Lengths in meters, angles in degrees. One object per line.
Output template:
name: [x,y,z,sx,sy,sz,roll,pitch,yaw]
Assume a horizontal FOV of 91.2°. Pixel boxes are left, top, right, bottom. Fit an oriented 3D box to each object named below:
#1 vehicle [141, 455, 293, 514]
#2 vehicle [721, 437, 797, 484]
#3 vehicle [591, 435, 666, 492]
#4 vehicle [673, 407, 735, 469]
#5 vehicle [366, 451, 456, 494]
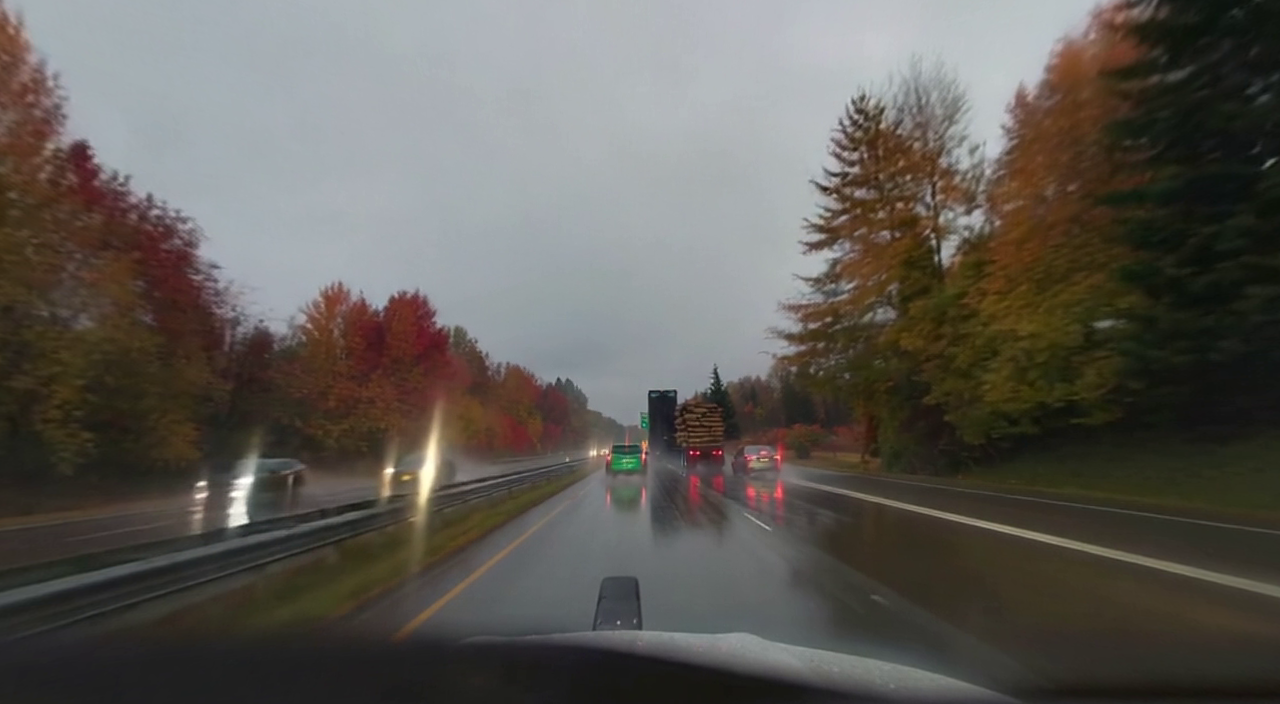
vehicle: [-13.516,4.204,20.421,1.965,1.625,4.309,0,-9,-1]
vehicle: [4.646,4.310,25.120,2.057,1.660,4.525,0,-9,-1]
vehicle: [-0.387,3.679,21.042,2.263,1.699,3.936,0,-9,-1]
vehicle: [4.263,6.047,43.732,3.125,3.895,8.461,0,-9,-2]
vehicle: [-8.925,4.689,24.796,1.999,1.498,4.105,-1,-9,0]
